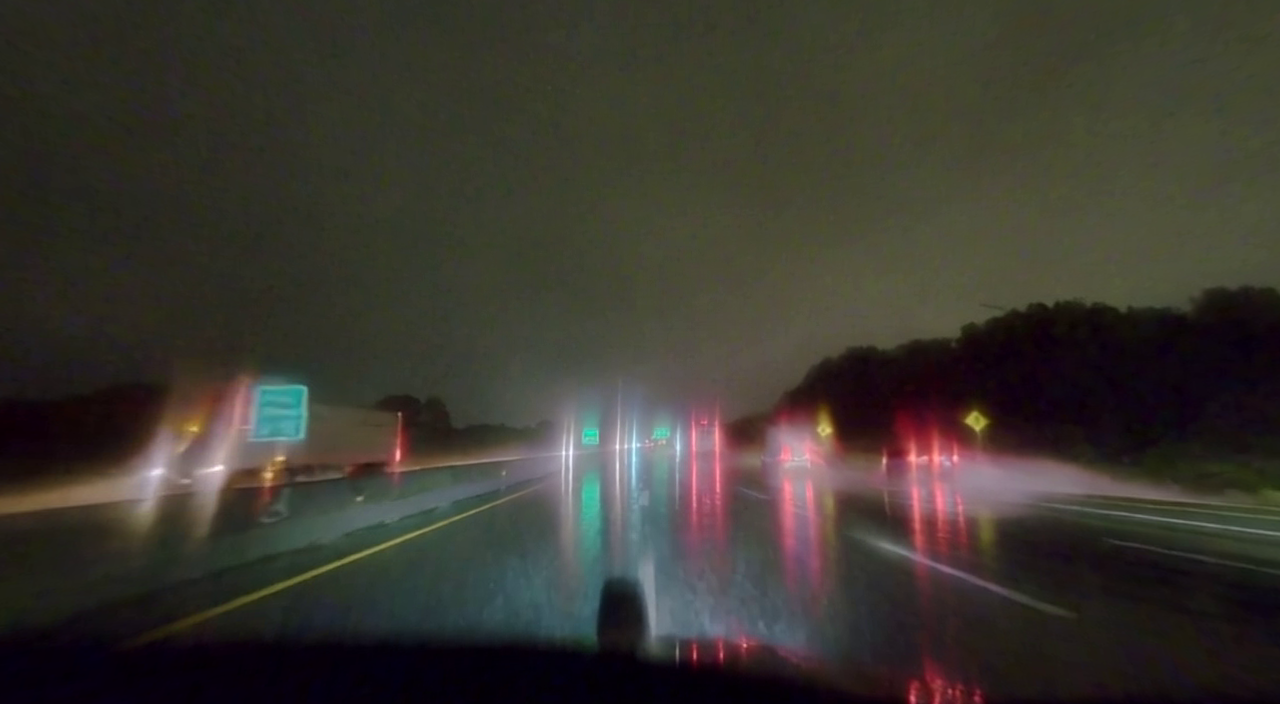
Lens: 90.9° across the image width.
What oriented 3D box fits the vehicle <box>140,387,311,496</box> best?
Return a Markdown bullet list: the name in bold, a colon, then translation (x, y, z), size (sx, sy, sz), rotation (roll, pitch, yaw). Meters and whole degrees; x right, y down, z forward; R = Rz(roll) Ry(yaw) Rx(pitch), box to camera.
- **vehicle**: translation (-17.092, 3.784, 26.626), size (2.941, 4.060, 5.864), rotation (0, -9, 0)
